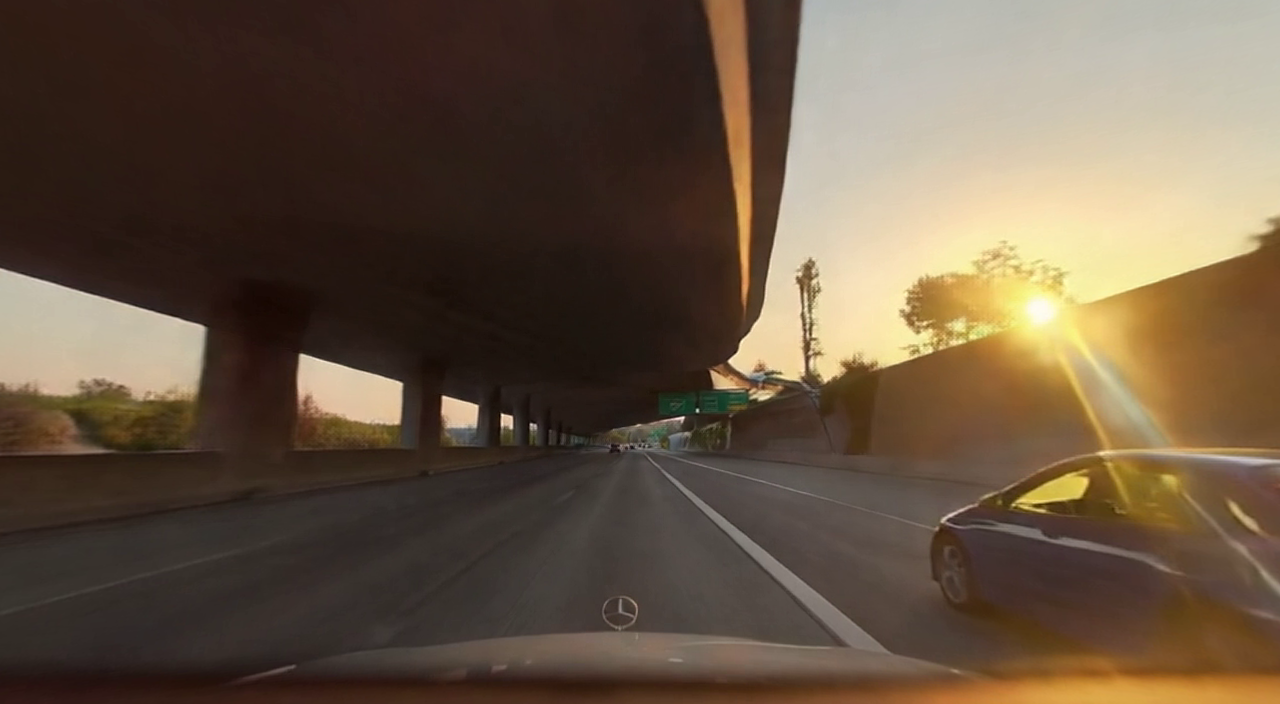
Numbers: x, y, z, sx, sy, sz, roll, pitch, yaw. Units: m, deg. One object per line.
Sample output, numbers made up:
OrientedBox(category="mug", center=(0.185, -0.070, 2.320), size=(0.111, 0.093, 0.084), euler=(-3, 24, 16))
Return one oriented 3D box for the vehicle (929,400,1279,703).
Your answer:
OrientedBox(category="vehicle", center=(3.380, 0.984, 2.754), size=(1.989, 1.479, 4.670), euler=(0, -9, 0))
